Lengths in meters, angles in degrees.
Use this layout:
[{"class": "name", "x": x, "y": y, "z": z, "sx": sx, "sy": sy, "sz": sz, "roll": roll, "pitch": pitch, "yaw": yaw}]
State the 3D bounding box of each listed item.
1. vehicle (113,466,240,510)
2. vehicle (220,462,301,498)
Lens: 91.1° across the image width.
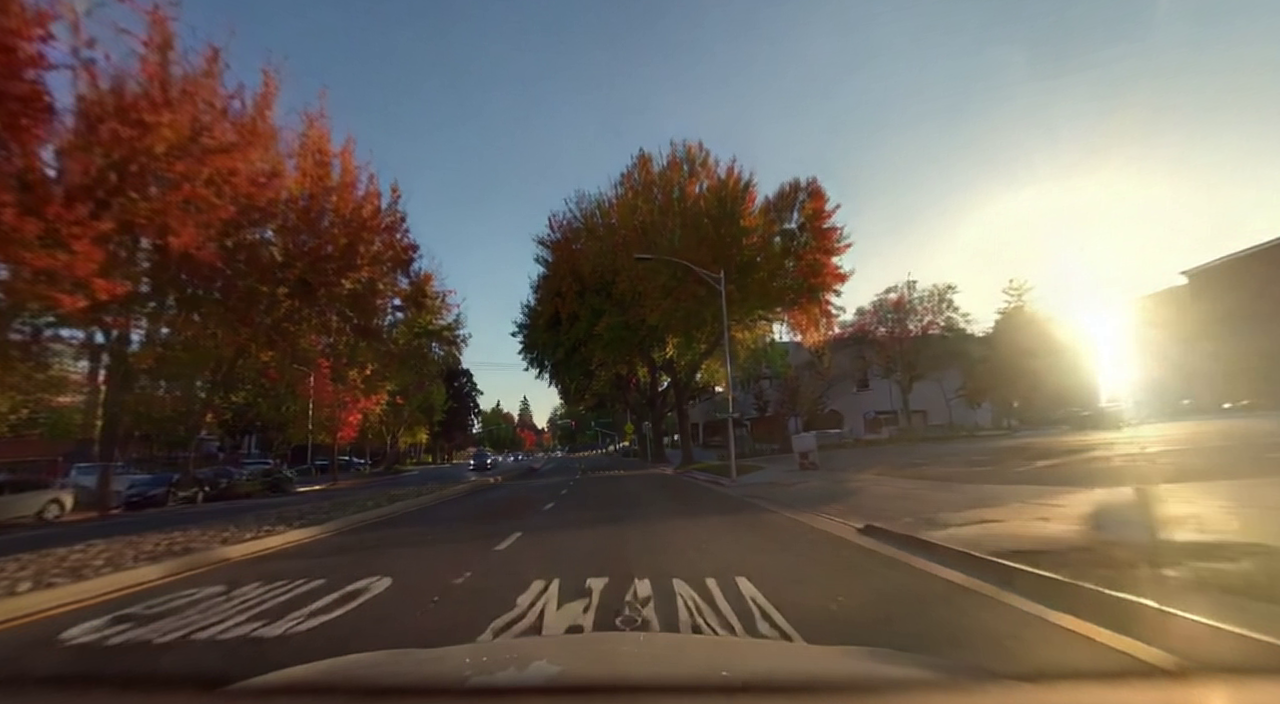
[{"class": "vehicle", "x": -18.892, "y": 5.550, "z": 25.896, "sx": 1.887, "sy": 1.490, "sz": 4.432, "roll": 0, "pitch": -9, "yaw": -1}, {"class": "vehicle", "x": -19.349, "y": 6.525, "z": 32.223, "sx": 1.896, "sy": 1.495, "sz": 4.108, "roll": -4, "pitch": -9, "yaw": -5}]
